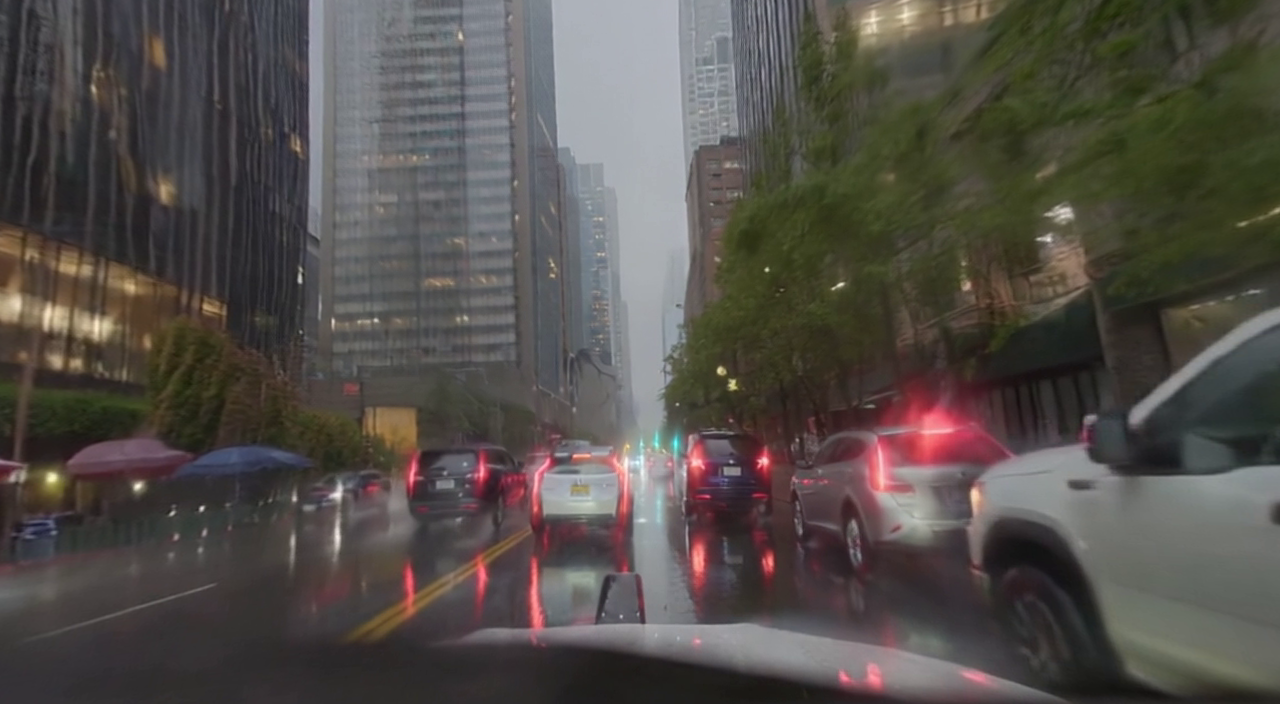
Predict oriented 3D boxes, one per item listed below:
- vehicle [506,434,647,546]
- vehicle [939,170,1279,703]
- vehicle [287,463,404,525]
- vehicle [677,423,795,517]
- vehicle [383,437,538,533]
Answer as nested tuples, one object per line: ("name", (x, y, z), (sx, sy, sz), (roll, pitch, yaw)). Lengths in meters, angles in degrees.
("vehicle", (-0.942, 2.391, 11.575), (2.076, 1.667, 3.948), (-1, -9, 1))
("vehicle", (2.955, 0.410, 1.093), (2.225, 2.070, 5.264), (0, -9, 0))
("vehicle", (-9.500, 4.574, 20.796), (1.990, 1.673, 3.947), (0, -8, -1))
("vehicle", (2.592, 2.879, 15.962), (2.352, 1.953, 4.798), (-3, -9, 15))
("vehicle", (-3.850, 2.913, 14.539), (2.000, 1.818, 4.668), (-1, -9, 3))
